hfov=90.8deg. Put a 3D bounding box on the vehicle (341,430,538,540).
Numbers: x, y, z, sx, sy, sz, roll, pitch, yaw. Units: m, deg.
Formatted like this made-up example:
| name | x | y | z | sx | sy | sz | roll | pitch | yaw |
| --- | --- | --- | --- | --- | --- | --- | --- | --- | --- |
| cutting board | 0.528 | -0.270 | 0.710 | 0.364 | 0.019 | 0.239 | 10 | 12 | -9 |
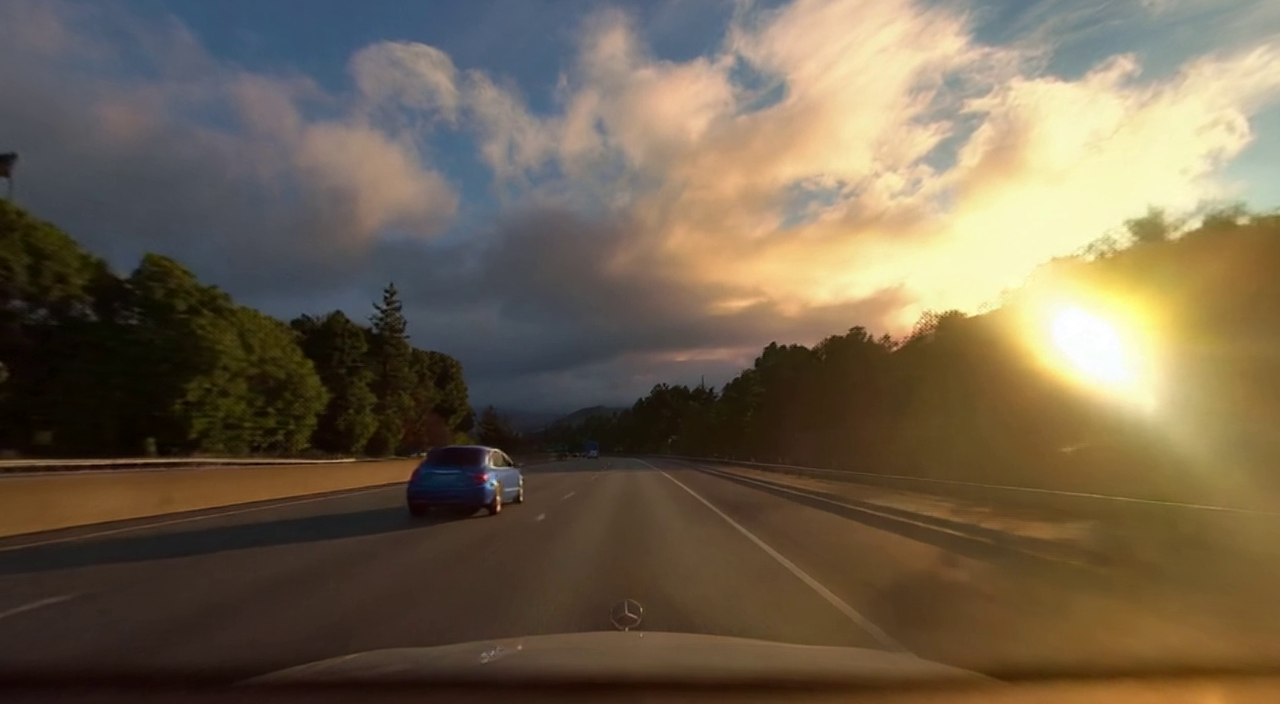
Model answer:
| name | x | y | z | sx | sy | sz | roll | pitch | yaw |
| --- | --- | --- | --- | --- | --- | --- | --- | --- | --- |
| vehicle | -3.493 | 2.436 | 12.190 | 2.279 | 1.683 | 4.726 | 0 | -9 | -1 |
